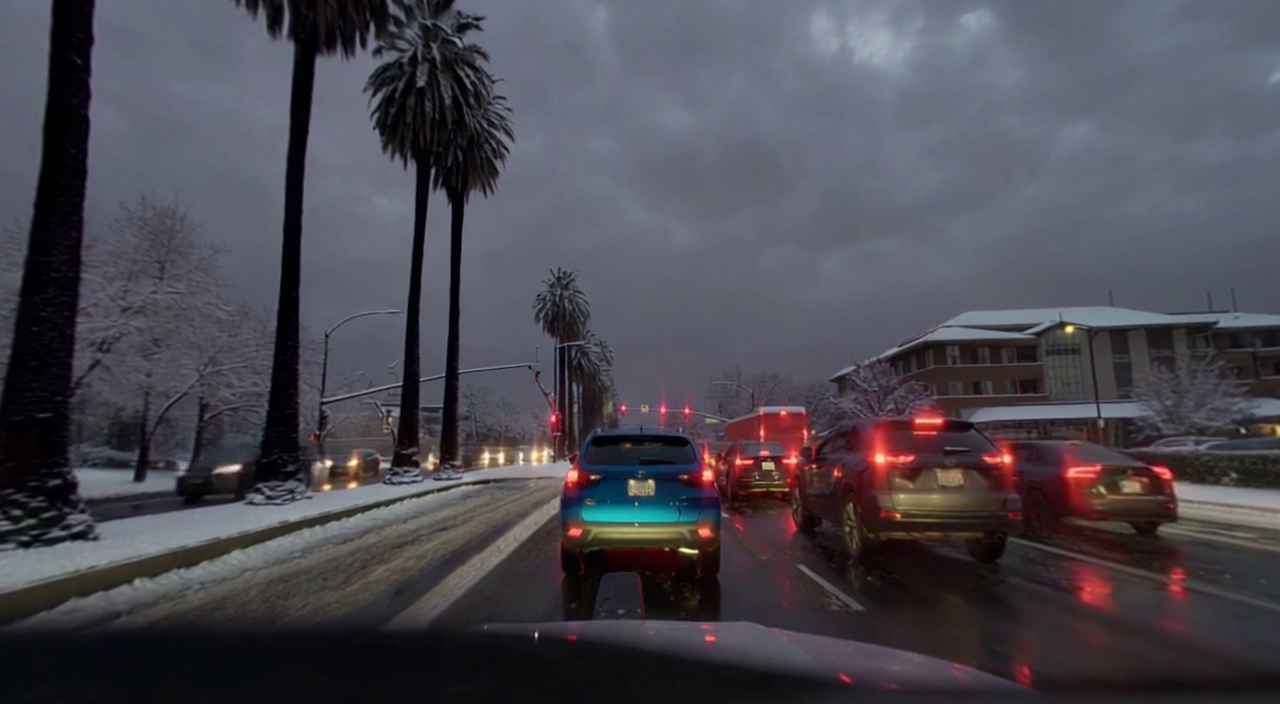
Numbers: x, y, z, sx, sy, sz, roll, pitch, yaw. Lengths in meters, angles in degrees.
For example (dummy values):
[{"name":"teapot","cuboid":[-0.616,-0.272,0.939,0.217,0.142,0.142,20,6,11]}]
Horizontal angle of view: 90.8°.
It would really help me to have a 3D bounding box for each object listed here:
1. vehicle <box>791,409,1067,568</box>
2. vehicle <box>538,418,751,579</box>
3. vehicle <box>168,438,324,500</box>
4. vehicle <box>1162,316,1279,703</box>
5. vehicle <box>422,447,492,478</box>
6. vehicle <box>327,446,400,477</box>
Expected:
[{"name":"vehicle","cuboid":[3.662,1.810,9.047,1.947,1.725,4.159,0,-9,0]},{"name":"vehicle","cuboid":[0.033,1.747,8.273,2.083,1.572,4.021,0,-9,0]},{"name":"vehicle","cuboid":[-12.580,3.744,20.625,2.180,1.776,4.521,0,-9,0]},{"name":"vehicle","cuboid":[3.400,0.461,0.168,2.171,1.806,5.058,0,-9,0]},{"name":"vehicle","cuboid":[-9.182,5.554,32.112,2.168,1.462,4.505,0,-9,1]},{"name":"vehicle","cuboid":[-16.335,6.493,37.684,2.167,1.737,4.824,0,-9,0]}]
